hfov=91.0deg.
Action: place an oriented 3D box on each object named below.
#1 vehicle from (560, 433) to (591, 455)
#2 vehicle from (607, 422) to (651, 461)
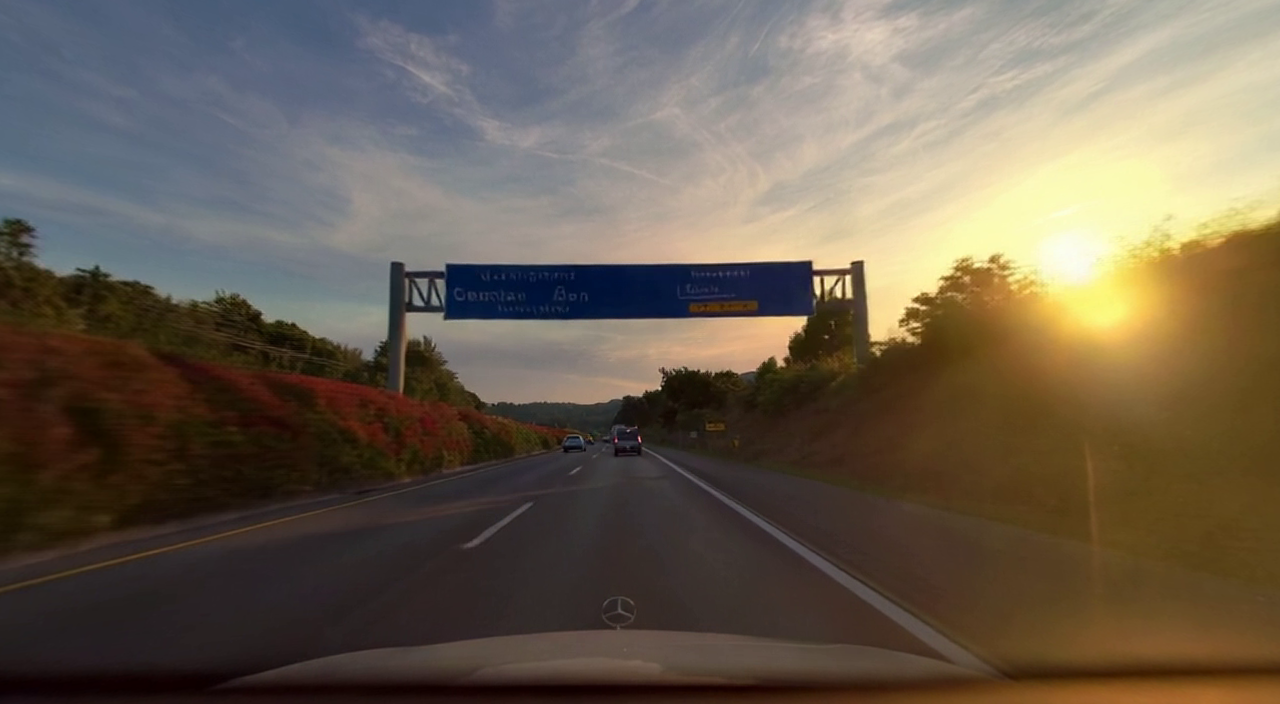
[{"bbox_3d":[-4.853,6.954,47.864,2.062,1.567,4.117,0,-8,-1],"label":"vehicle"},{"bbox_3d":[-0.623,4.869,34.360,2.223,1.957,4.416,0,-8,-1],"label":"vehicle"}]
